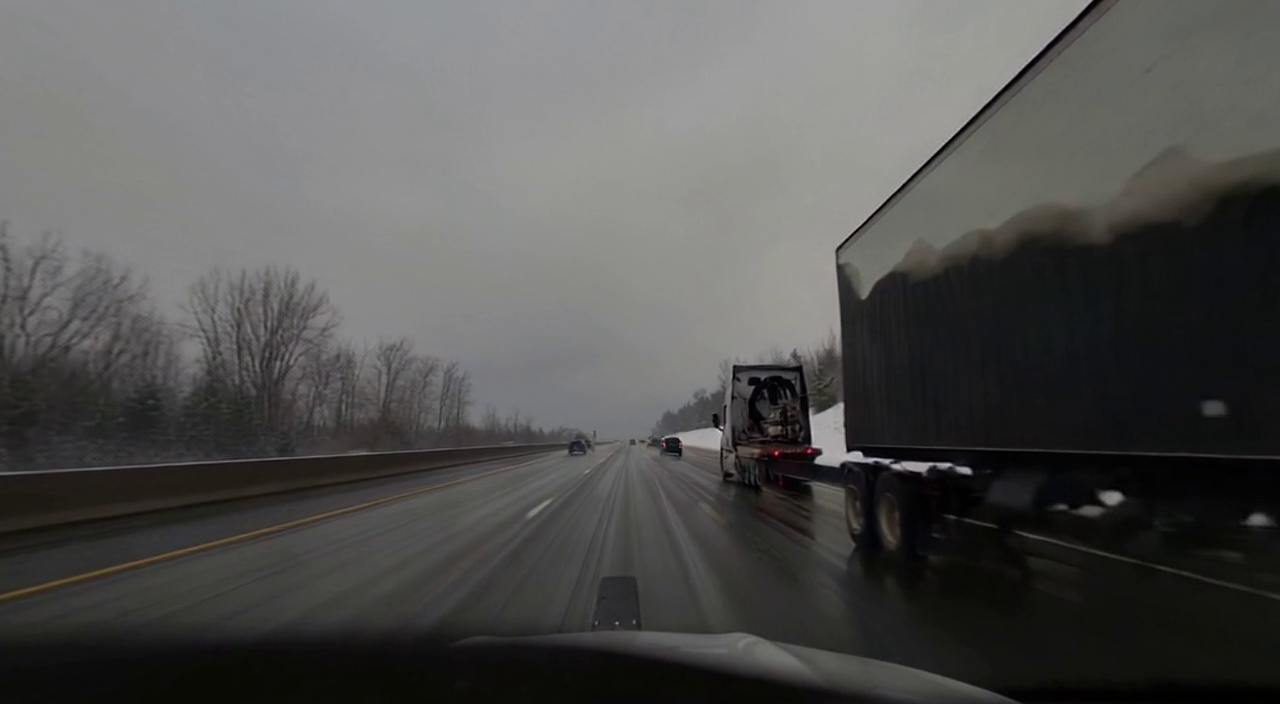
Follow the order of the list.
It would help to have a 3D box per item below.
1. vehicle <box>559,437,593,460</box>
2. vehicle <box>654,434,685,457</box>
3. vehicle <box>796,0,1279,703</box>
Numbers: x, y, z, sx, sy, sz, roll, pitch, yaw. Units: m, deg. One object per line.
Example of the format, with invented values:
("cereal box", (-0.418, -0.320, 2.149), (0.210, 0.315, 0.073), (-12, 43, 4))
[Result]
("vehicle", (-4.452, 6.763, 44.305), (2.017, 1.484, 4.088), (0, -8, 0))
("vehicle", (2.221, 7.218, 48.621), (2.124, 1.696, 4.173), (0, -8, -1))
("vehicle", (4.100, 0.126, 5.966), (2.906, 3.999, 8.621), (0, -8, -1))
